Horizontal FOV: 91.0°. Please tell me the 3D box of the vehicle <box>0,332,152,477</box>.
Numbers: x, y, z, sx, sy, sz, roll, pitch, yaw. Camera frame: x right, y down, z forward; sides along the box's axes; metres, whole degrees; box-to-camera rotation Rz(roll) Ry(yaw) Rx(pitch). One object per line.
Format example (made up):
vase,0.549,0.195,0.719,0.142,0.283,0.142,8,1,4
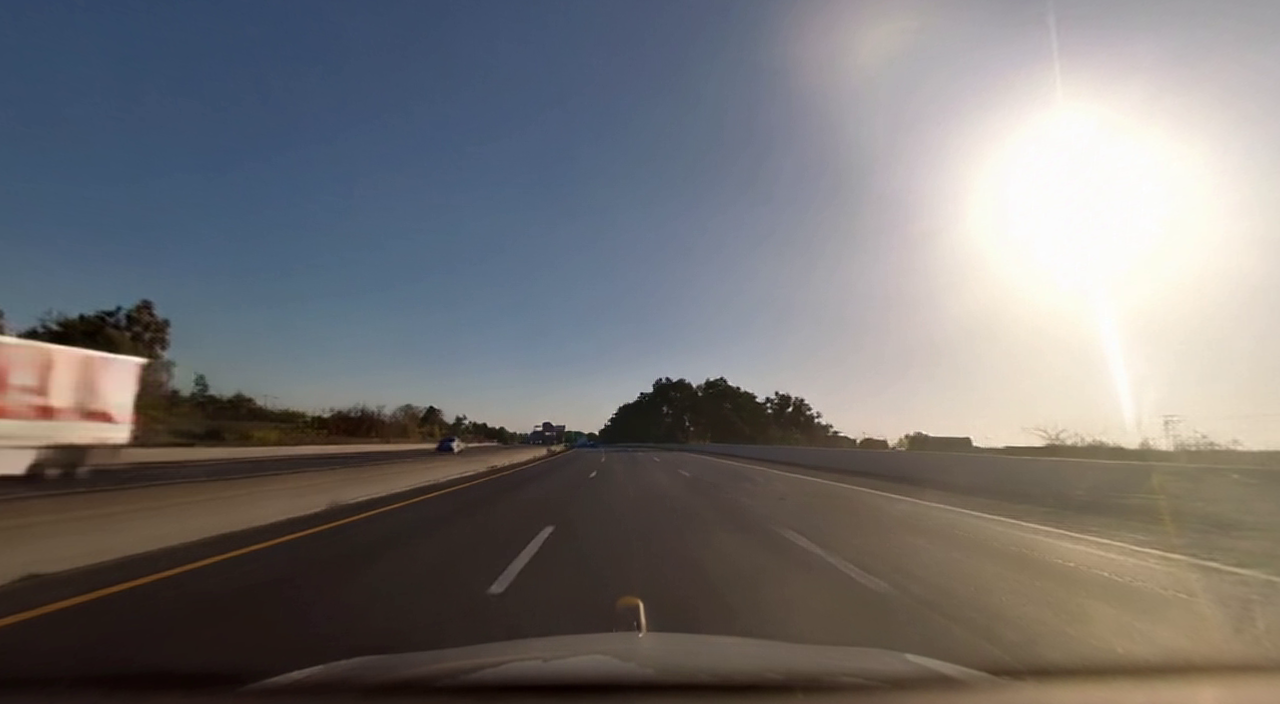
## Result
vehicle,-19.776,1.287,16.374,2.944,4.119,14.327,0,-8,-1
